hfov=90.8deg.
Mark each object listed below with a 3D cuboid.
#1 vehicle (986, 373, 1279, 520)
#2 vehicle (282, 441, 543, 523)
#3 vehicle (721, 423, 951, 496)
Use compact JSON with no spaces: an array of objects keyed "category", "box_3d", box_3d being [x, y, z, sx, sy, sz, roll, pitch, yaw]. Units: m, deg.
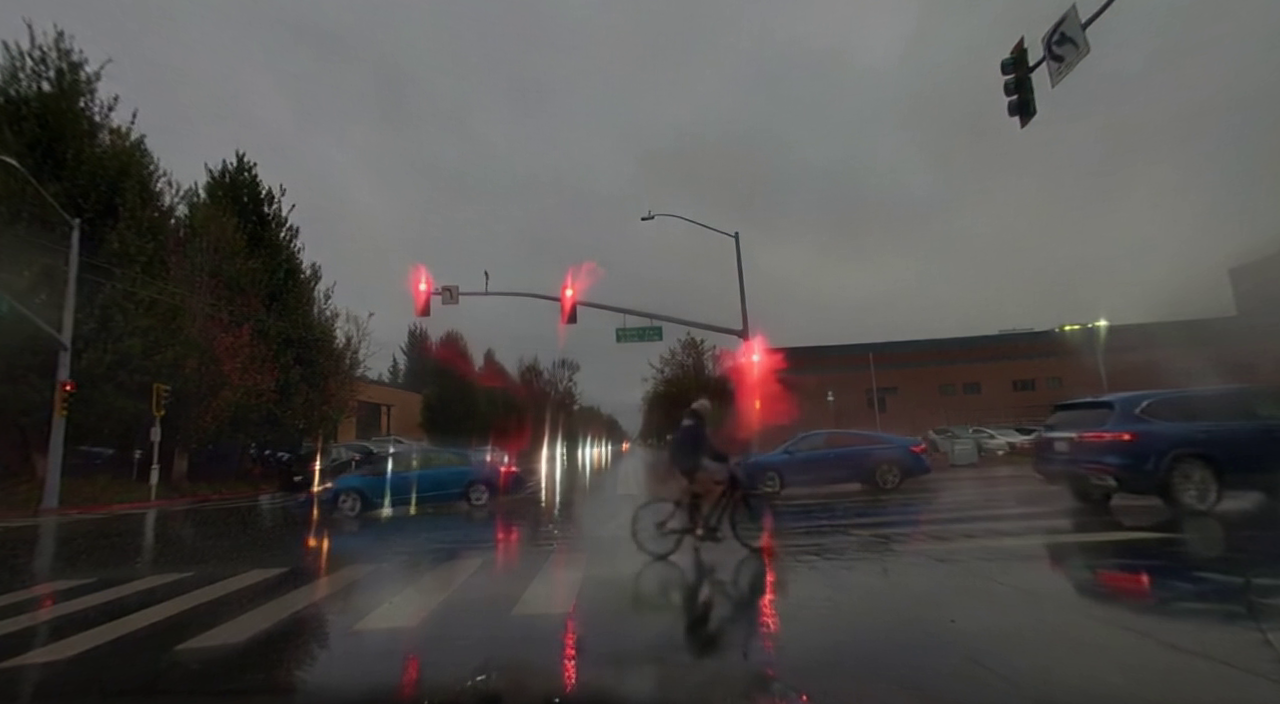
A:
[{"category":"vehicle","box_3d":[8.351,1.327,9.296,5.122,1.781,2.098,-4,-9,4]},{"category":"vehicle","box_3d":[-4.374,2.521,12.662,4.533,1.419,1.755,3,-9,-18]},{"category":"vehicle","box_3d":[4.019,2.340,13.677,4.385,1.419,1.855,-1,-10,4]}]
